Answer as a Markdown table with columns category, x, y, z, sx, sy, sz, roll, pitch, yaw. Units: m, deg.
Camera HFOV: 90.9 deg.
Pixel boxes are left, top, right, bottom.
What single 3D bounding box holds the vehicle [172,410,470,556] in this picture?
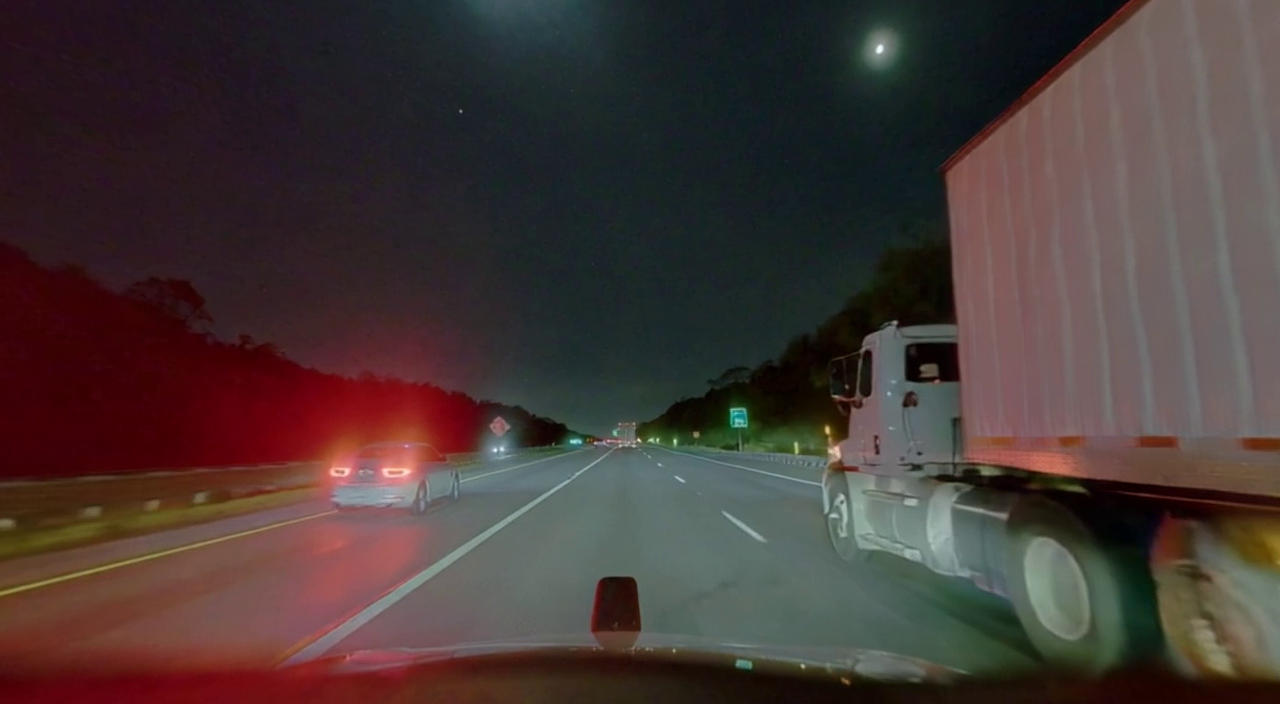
| category | x | y | z | sx | sy | sz | roll | pitch | yaw |
| --- | --- | --- | --- | --- | --- | --- | --- | --- | --- |
| vehicle | -4.274 | 1.811 | 9.587 | 2.123 | 1.655 | 4.688 | 0 | -8 | -1 |
